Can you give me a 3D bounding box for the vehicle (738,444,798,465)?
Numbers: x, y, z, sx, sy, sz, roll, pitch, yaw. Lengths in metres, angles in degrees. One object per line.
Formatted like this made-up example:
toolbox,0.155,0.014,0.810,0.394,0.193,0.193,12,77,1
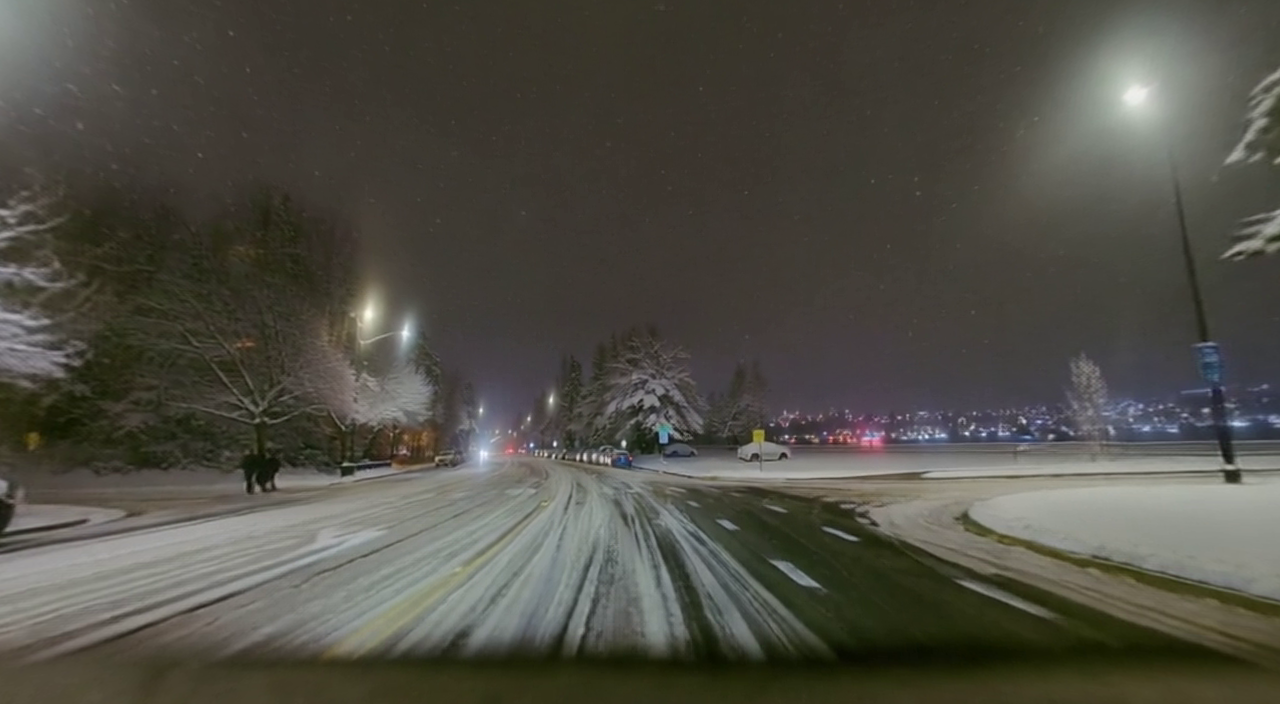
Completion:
vehicle,9.922,7.959,49.264,4.201,1.546,1.749,1,-9,-7
